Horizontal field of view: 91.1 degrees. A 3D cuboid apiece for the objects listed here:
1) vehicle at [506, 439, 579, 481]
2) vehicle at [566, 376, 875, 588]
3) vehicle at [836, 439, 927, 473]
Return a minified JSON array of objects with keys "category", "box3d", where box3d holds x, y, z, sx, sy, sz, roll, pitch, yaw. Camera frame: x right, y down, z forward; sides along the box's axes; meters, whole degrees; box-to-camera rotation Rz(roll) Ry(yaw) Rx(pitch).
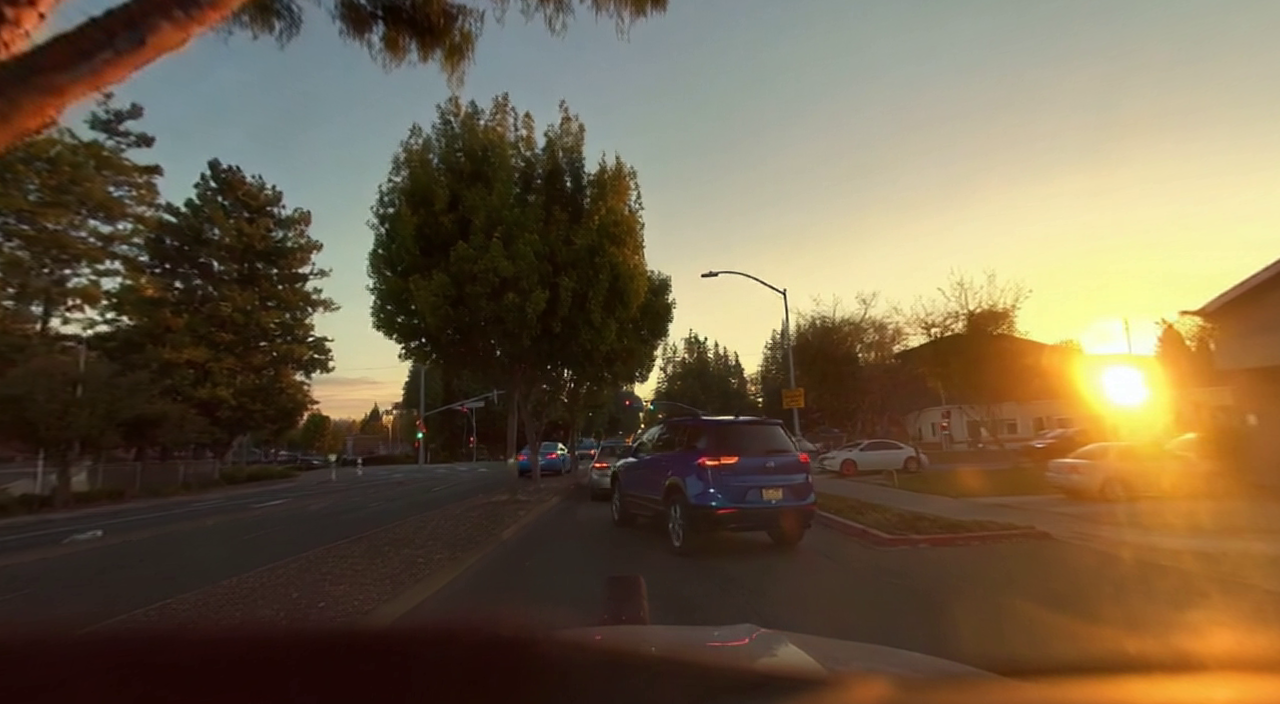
[{"category":"vehicle","box3d":[-3.657,4.162,24.441,2.026,1.466,4.282,0,-8,2]},{"category":"vehicle","box3d":[0.628,1.568,8.409,2.052,1.955,4.642,3,-9,-21]},{"category":"vehicle","box3d":[12.130,5.216,31.598,3.811,1.557,1.800,1,-9,-10]}]
